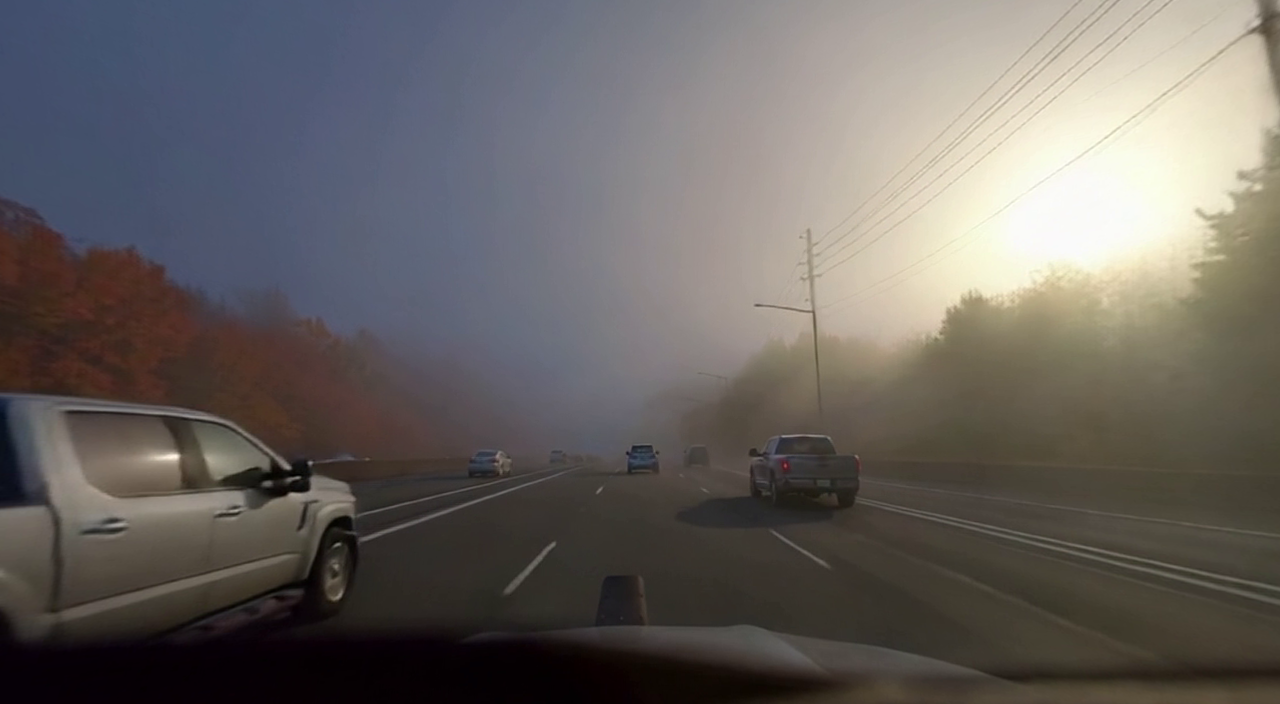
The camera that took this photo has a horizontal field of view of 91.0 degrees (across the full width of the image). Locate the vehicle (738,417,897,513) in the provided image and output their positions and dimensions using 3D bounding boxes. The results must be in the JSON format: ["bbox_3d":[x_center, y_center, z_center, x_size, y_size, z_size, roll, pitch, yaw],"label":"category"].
[{"bbox_3d":[4.190,2.833,16.194,2.388,1.998,5.749,0,-9,0],"label":"vehicle"}]

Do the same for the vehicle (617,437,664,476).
[{"bbox_3d":[0.046,5.650,34.270,2.372,1.957,5.121,0,-9,0],"label":"vehicle"}]

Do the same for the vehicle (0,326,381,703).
[{"bbox_3d":[-3.287,0.940,2.998,2.154,1.783,4.476,0,-9,0],"label":"vehicle"}]

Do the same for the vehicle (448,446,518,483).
[{"bbox_3d":[-7.047,5.095,28.777,2.014,1.526,4.577,0,-9,0],"label":"vehicle"}]
